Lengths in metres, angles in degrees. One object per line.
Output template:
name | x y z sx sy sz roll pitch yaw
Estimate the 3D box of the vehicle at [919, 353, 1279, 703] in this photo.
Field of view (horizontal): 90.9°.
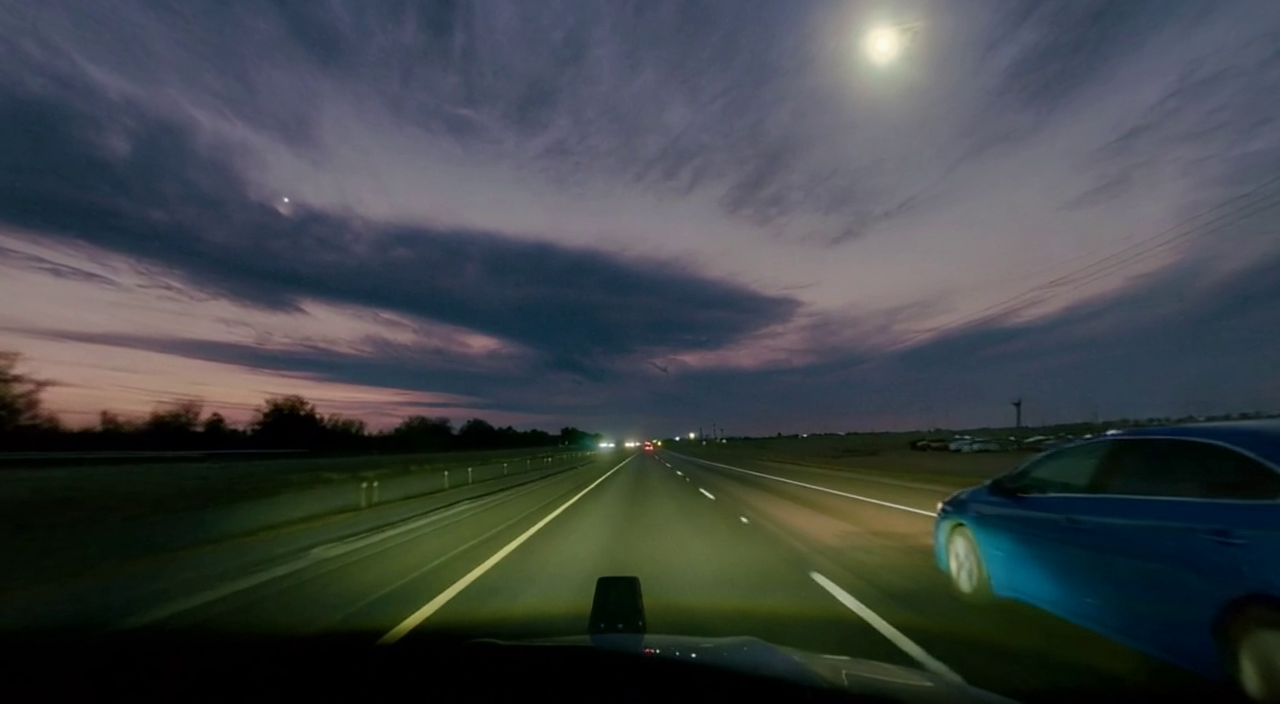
vehicle | 3.552 0.959 3.302 2.044 1.658 4.640 0 -8 0
